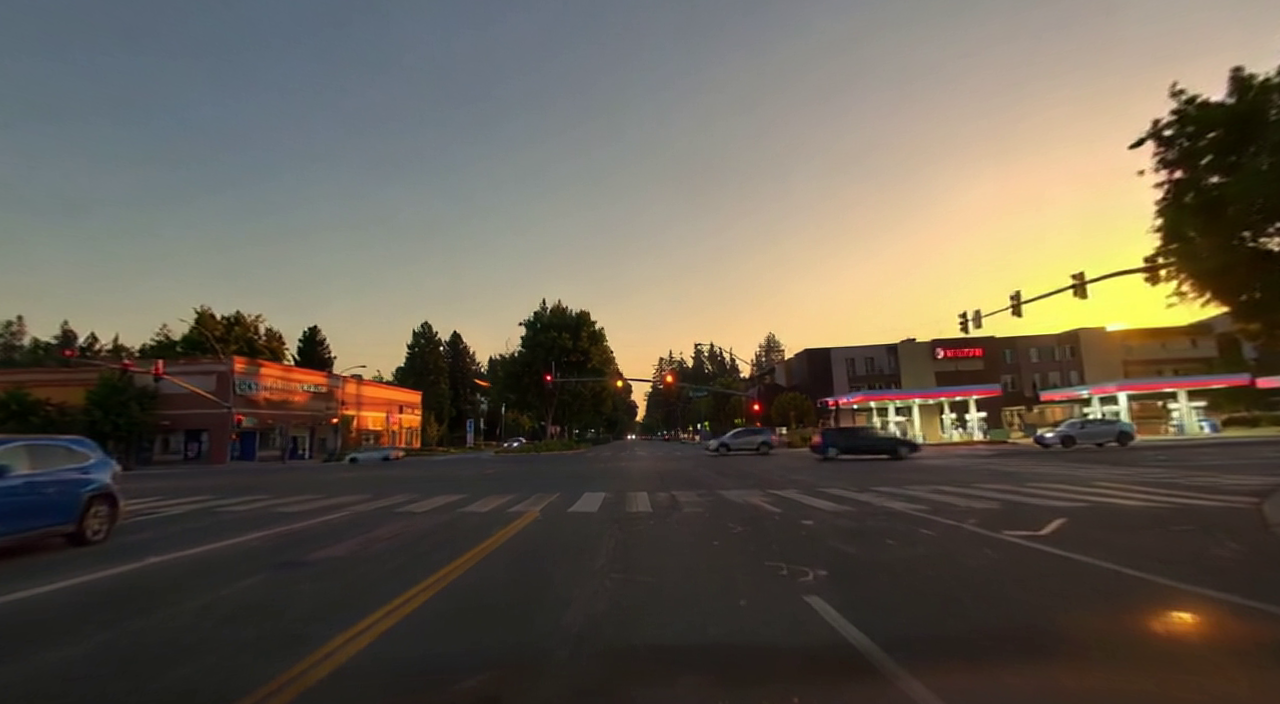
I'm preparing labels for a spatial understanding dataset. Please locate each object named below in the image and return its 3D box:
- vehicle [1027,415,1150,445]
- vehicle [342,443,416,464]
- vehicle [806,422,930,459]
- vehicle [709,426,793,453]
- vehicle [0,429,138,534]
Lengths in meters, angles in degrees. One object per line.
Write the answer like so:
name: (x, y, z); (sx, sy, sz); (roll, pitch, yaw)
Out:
vehicle: (22.805, 4.004, 32.128); (4.696, 1.483, 1.898); (-1, -8, 3)
vehicle: (-19.495, 7.575, 47.113); (4.737, 1.479, 1.831); (-1, -8, 4)
vehicle: (10.107, 3.978, 28.182); (4.775, 1.466, 1.850); (-2, -8, 4)
vehicle: (7.991, 6.361, 45.876); (5.789, 1.893, 2.169); (-1, -8, 4)
vehicle: (-9.867, 1.795, 8.686); (1.899, 1.460, 4.880); (0, -8, -1)
